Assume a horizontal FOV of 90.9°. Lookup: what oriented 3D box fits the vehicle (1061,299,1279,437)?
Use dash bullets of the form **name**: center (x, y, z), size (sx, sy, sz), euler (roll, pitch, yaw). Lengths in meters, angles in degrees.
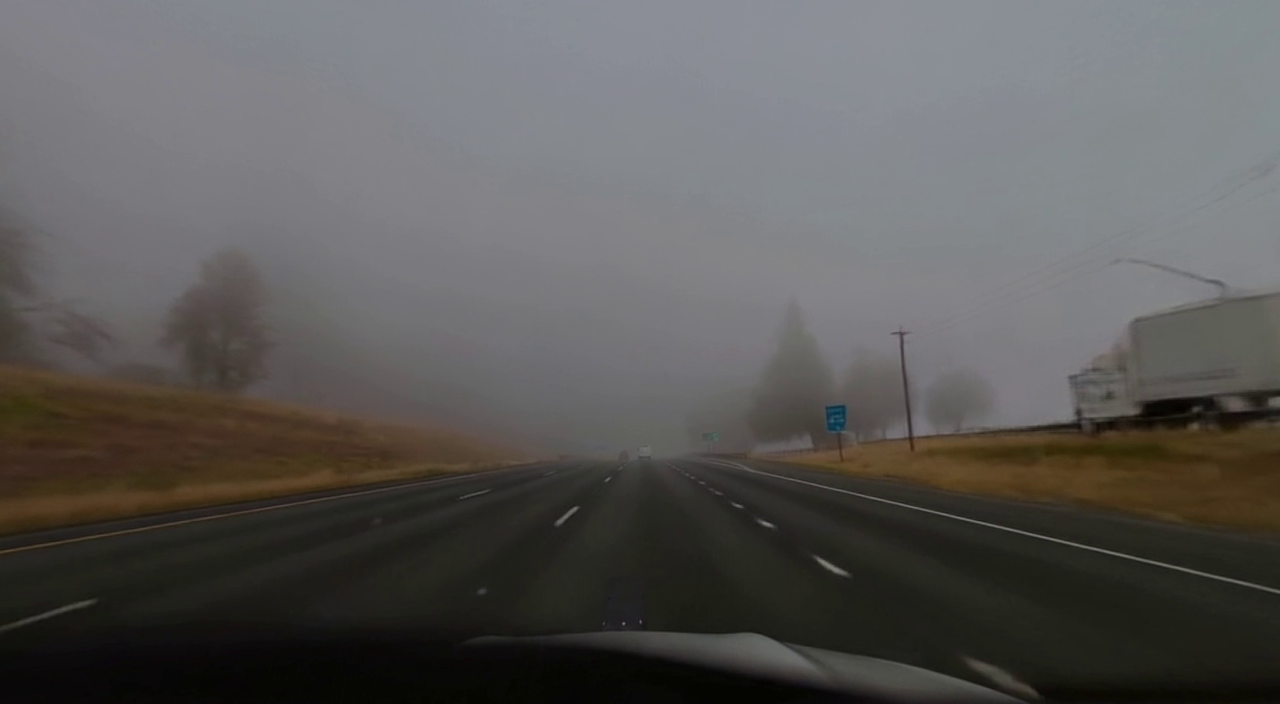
- **vehicle**: center (17.056, 0.874, 19.381), size (2.821, 3.355, 7.583), euler (0, -8, -1)
